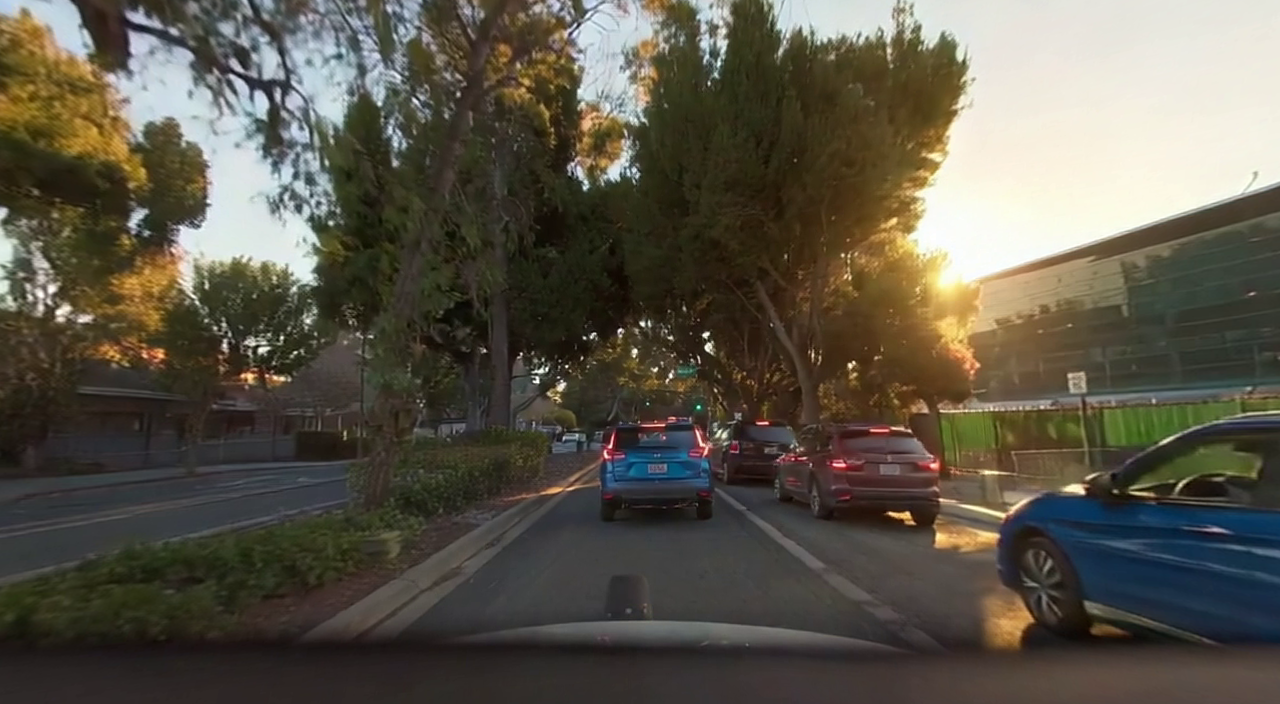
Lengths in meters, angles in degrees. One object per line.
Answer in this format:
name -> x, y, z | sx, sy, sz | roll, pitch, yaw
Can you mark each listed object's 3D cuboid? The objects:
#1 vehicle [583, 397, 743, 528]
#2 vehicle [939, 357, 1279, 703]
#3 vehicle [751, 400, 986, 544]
vehicle -> 0.362, 1.967, 11.600 | 2.386, 1.947, 4.168 | 0, -9, 1
vehicle -> 3.554, 0.911, 2.712 | 2.138, 1.699, 4.852 | 0, -8, 0
vehicle -> 3.598, 2.034, 11.331 | 2.238, 1.958, 5.250 | 0, -9, 0
